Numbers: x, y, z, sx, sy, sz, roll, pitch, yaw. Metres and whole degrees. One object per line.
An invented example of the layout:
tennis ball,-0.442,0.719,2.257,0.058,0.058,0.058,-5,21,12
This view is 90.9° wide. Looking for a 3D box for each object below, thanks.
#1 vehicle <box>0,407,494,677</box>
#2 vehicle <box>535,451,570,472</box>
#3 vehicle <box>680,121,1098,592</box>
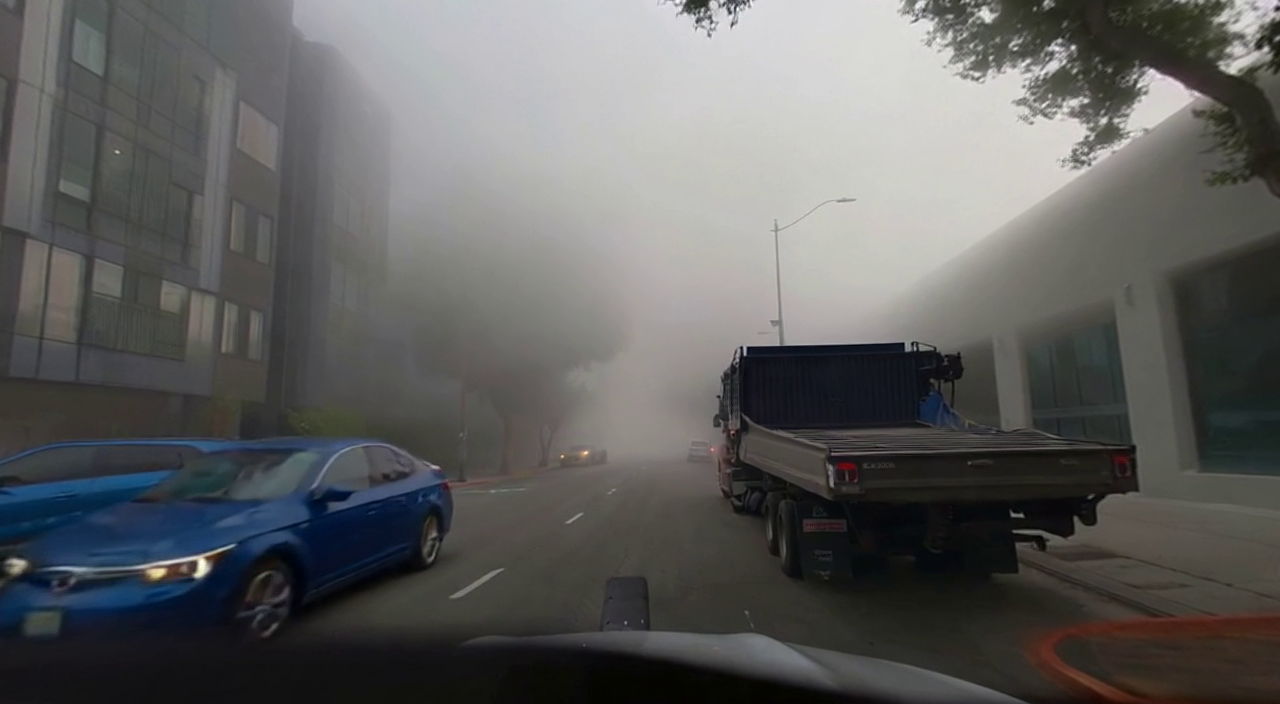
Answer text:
vehicle,-3.273,1.498,6.239,2.311,1.631,4.510,0,-8,4
vehicle,-6.778,8.511,49.188,1.798,1.459,4.306,-1,-8,5
vehicle,2.581,0.778,11.193,3.320,4.034,11.553,-1,-8,5
